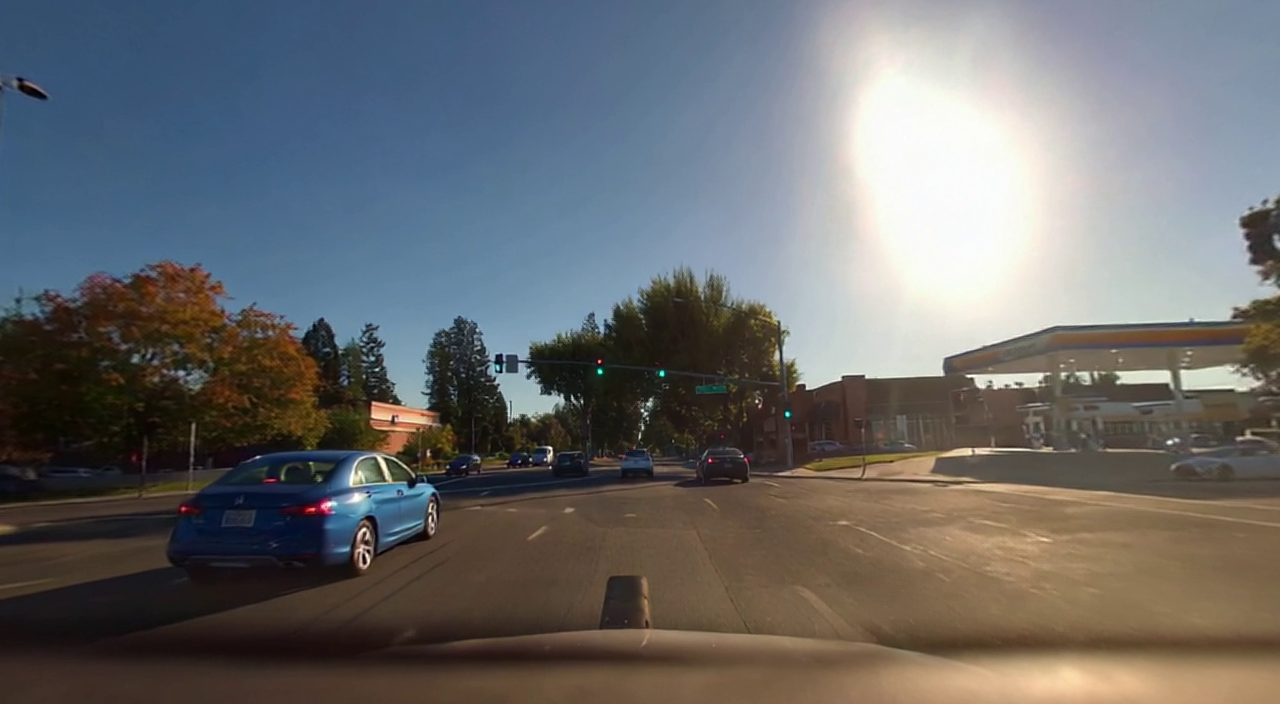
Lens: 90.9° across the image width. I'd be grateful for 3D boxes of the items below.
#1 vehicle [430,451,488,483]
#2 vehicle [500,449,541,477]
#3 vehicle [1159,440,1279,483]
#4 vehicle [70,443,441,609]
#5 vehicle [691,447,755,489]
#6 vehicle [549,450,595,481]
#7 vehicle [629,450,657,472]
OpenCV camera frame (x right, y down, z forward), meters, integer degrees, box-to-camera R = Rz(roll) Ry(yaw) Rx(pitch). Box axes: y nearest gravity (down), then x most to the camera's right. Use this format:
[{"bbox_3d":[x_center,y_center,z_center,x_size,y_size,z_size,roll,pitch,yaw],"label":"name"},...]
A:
[{"bbox_3d":[-11.455,7.264,40.158,2.130,1.672,4.549,-4,-8,3],"label":"vehicle"},{"bbox_3d":[-8.323,7.758,44.305,1.922,1.660,4.332,-3,-8,1],"label":"vehicle"},{"bbox_3d":[21.324,3.803,22.117,4.573,1.419,1.840,0,-8,-1],"label":"vehicle"},{"bbox_3d":[-4.142,1.884,7.893,1.803,1.463,4.422,0,-8,1],"label":"vehicle"},{"bbox_3d":[3.089,4.410,24.296,1.883,1.465,3.975,0,-8,-1],"label":"vehicle"},{"bbox_3d":[-3.439,5.837,32.619,1.841,1.474,4.038,0,-8,2],"label":"vehicle"},{"bbox_3d":[0.157,7.906,45.803,1.934,1.470,3.988,0,-8,-1],"label":"vehicle"}]
